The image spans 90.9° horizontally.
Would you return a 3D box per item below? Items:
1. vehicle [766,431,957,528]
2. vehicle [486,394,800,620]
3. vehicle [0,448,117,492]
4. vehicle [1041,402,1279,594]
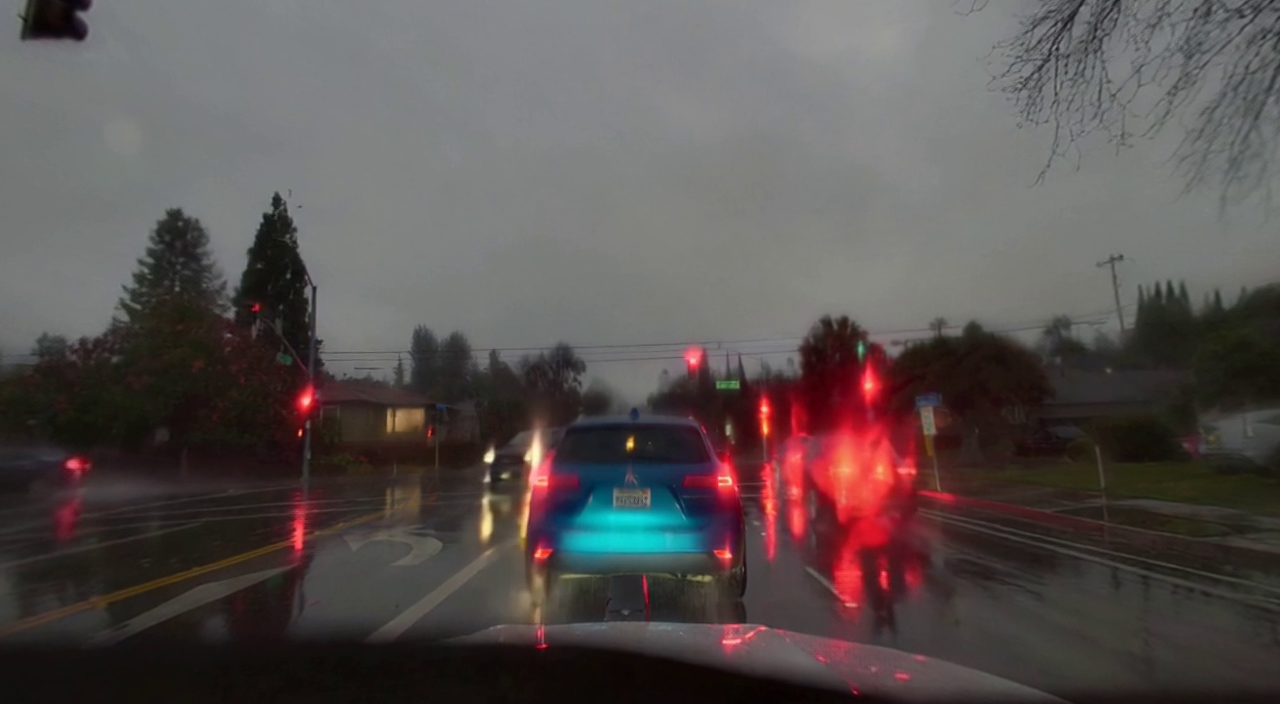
[{"bbox_3d":[3.979,2.370,12.389,2.077,1.527,4.755,0,-8,1],"label":"vehicle"},{"bbox_3d":[0.053,1.469,6.938,2.322,1.667,4.367,0,-8,1],"label":"vehicle"},{"bbox_3d":[-22.057,4.197,22.542,4.723,1.486,1.800,4,-9,-25],"label":"vehicle"},{"bbox_3d":[7.028,1.535,7.044,1.989,1.791,4.735,0,-8,1],"label":"vehicle"}]
